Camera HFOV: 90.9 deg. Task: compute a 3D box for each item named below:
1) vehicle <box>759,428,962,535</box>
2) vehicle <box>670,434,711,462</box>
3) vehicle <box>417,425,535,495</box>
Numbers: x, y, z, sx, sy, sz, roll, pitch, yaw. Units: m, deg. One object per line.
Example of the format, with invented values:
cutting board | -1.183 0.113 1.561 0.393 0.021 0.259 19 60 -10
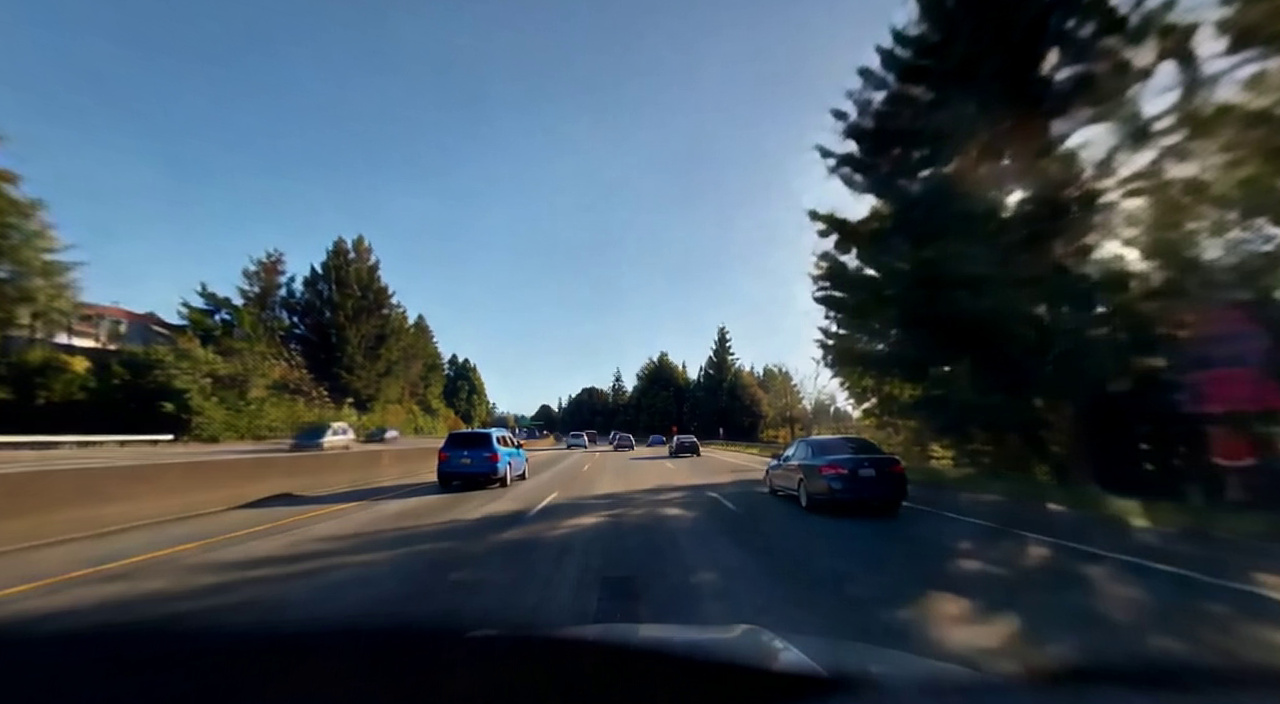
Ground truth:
vehicle | 3.500 2.097 10.917 1.986 1.488 3.867 0 -8 -2
vehicle | 2.835 5.483 36.173 1.883 1.536 3.792 1 -8 -3
vehicle | -3.958 2.672 16.007 1.941 1.529 4.111 0 -8 -1
